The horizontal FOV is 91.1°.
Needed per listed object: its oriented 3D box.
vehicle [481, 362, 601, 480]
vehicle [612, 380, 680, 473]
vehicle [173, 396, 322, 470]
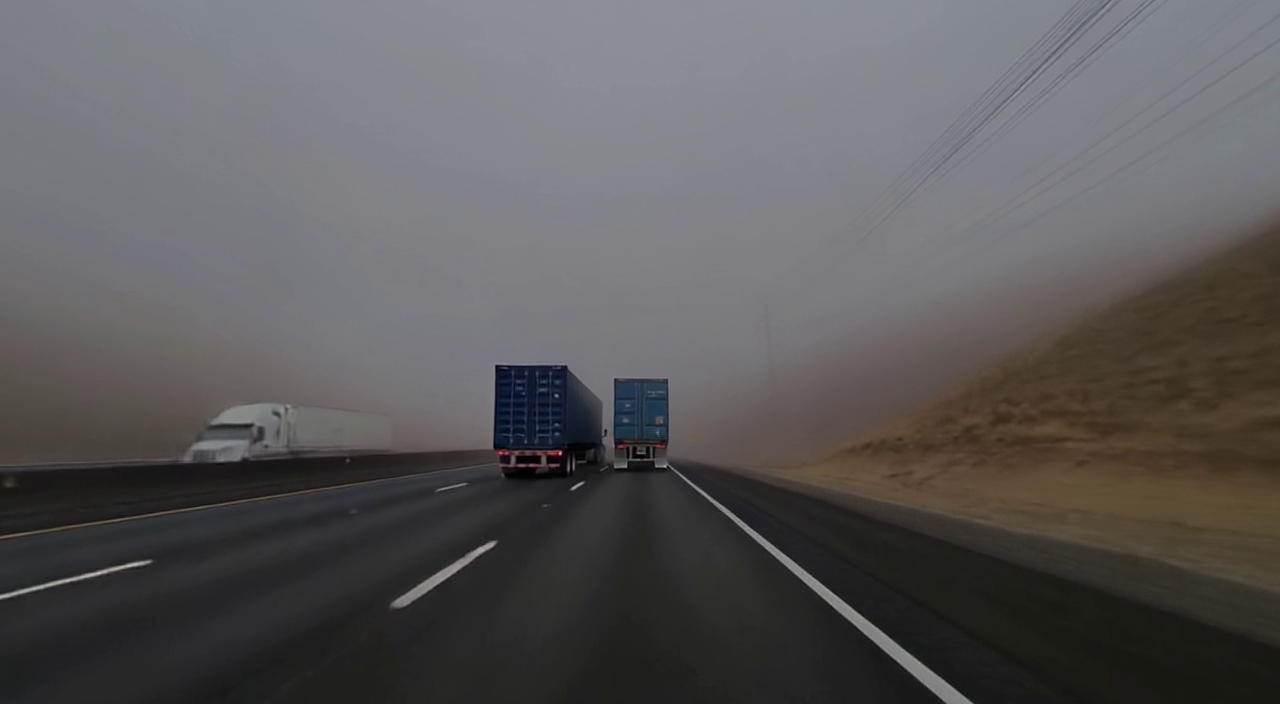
[{"bbox_3d":[-3.872,3.361,28.698,3.065,4.105,13.706,0,-8,1],"label":"vehicle"},{"bbox_3d":[0.166,4.145,33.913,3.006,4.120,11.586,0,-8,-1],"label":"vehicle"},{"bbox_3d":[-21.734,4.640,35.542,3.000,3.656,8.290,0,-8,0],"label":"vehicle"}]
